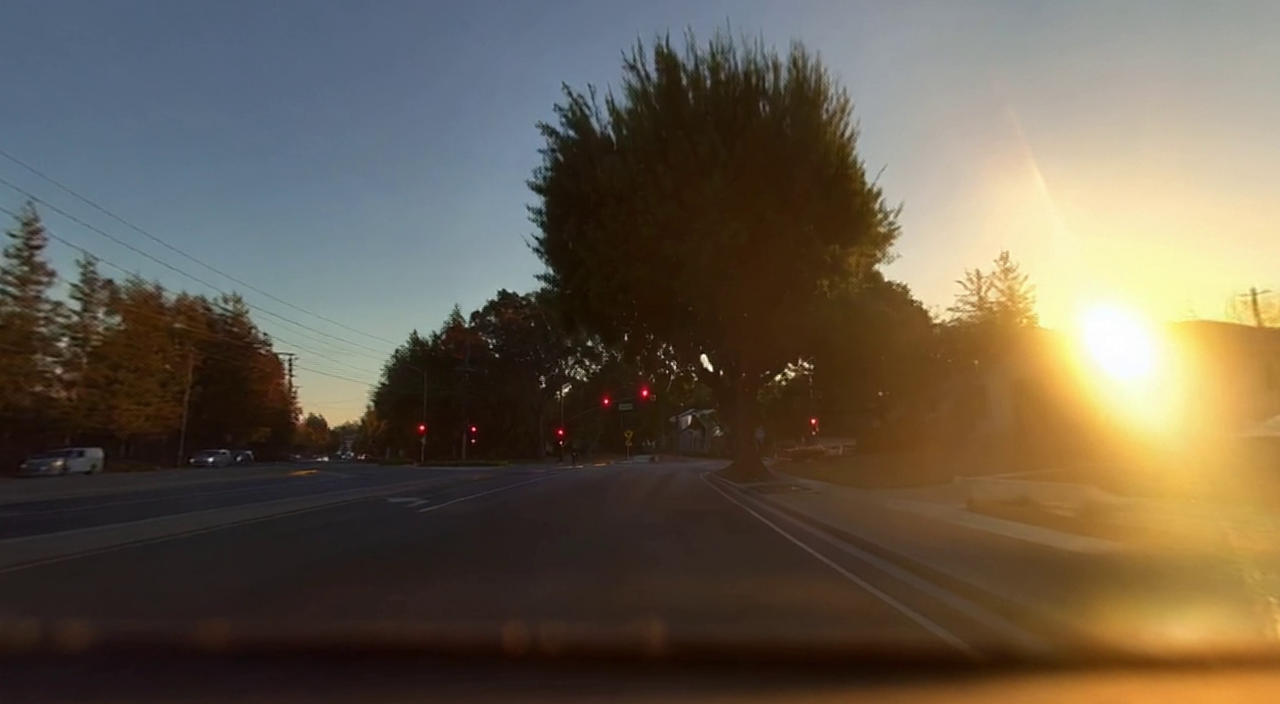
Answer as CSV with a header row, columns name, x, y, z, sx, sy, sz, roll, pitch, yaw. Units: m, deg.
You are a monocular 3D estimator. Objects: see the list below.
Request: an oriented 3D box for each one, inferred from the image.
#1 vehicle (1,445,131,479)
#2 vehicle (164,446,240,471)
name,x,y,z,sx,sy,sz,roll,pitch,yaw
vehicle,-34.221,6.561,37.902,2.136,1.862,5.788,-1,-8,4
vehicle,-33.343,8.065,48.208,1.913,1.779,4.959,-1,-8,5
